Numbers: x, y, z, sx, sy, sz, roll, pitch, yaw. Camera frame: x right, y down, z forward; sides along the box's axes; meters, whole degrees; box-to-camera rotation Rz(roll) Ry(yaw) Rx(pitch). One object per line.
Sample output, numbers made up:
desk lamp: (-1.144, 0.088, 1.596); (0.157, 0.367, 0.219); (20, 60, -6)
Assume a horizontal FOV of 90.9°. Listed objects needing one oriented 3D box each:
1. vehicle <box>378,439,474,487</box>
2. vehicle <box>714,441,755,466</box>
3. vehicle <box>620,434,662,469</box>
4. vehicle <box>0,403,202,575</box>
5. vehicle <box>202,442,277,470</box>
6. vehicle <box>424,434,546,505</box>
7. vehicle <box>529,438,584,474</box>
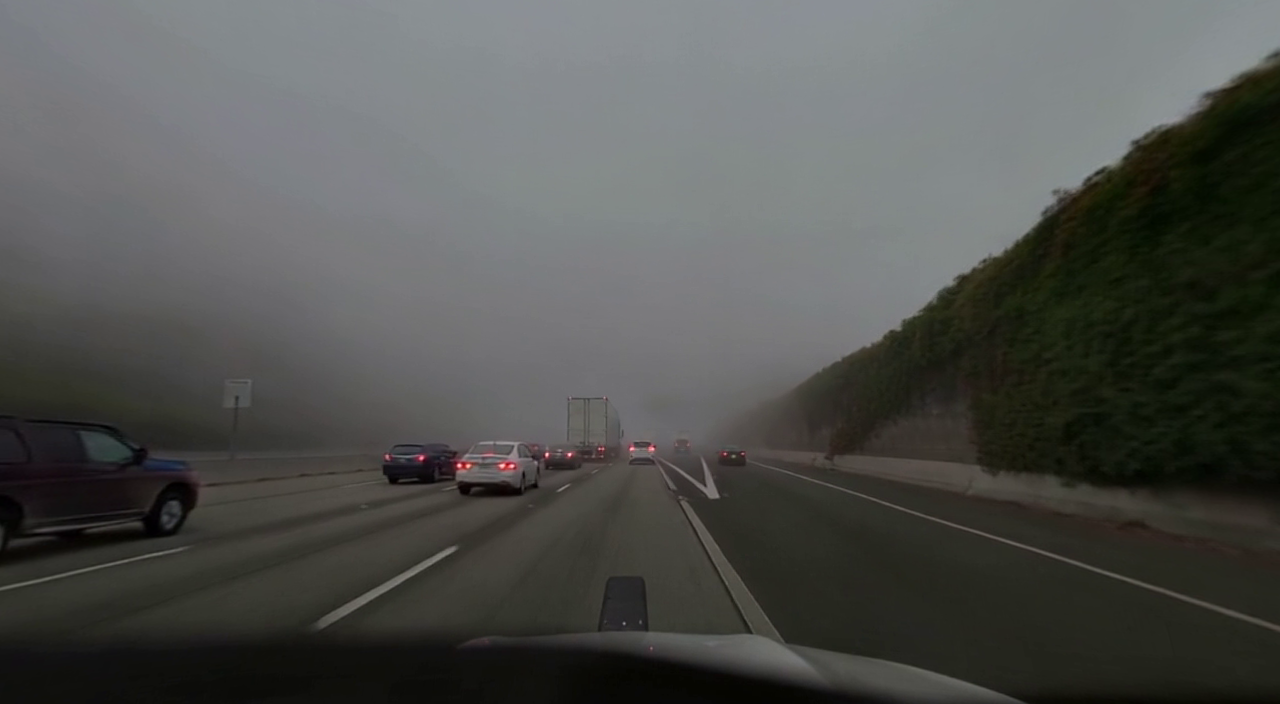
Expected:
vehicle: (-7.592, 3.966, 22.823); (1.967, 1.555, 4.161); (0, -8, 1)
vehicle: (5.939, 6.427, 40.047); (2.176, 1.493, 3.955); (-1, -8, 4)
vehicle: (0.078, 5.744, 36.513); (2.325, 1.864, 4.128); (0, -8, 1)
vehicle: (-7.733, 1.556, 7.398); (2.011, 1.789, 4.352); (0, -8, 0)
vehicle: (-24.723, 6.418, 39.137); (2.122, 1.602, 3.796); (0, -8, 0)
vehicle: (-3.811, 2.964, 16.422); (1.866, 1.568, 4.603); (0, -8, 2)
vehicle: (-4.045, 5.123, 31.232); (2.124, 1.627, 3.863); (0, -8, 1)
